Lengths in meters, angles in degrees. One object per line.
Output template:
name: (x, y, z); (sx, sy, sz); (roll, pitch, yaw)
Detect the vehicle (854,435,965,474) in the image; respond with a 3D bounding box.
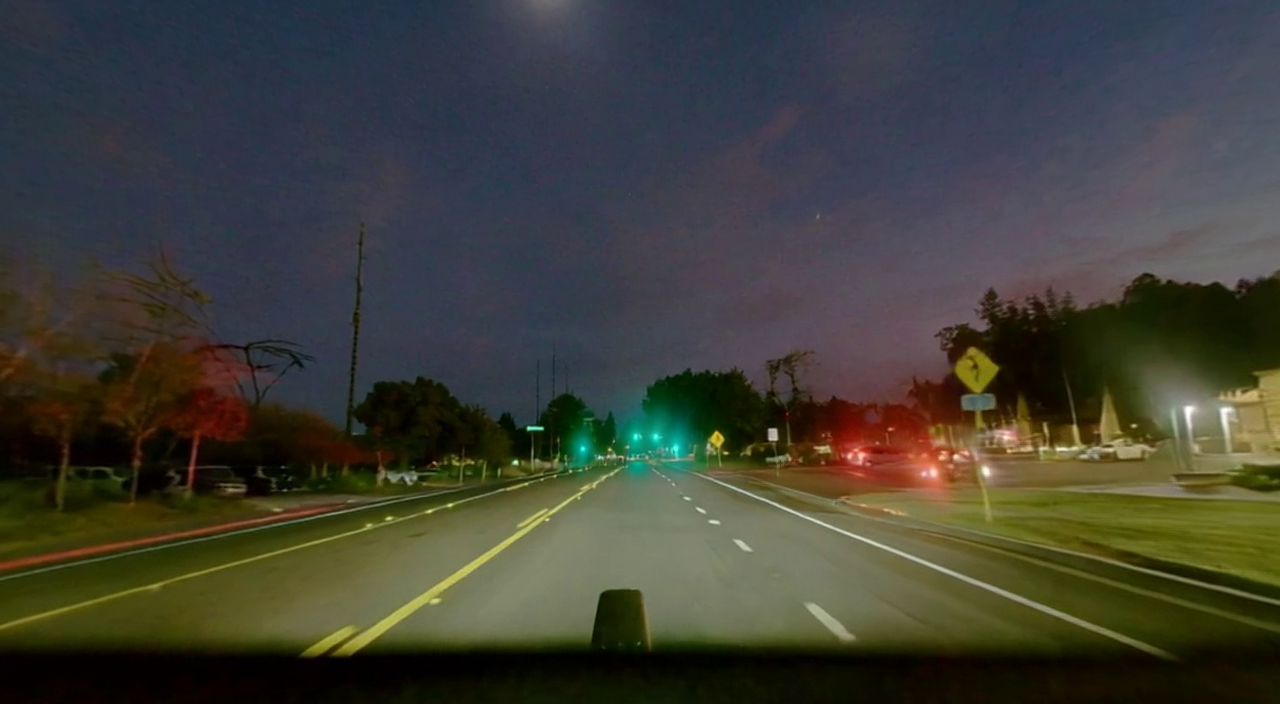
vehicle: (12.760, 4.865, 30.014); (4.632, 1.701, 1.975); (-4, -10, 26)

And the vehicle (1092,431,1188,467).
vehicle: (23.153, 4.479, 29.223); (4.694, 1.496, 1.845); (5, -10, -31)

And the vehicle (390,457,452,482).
vehicle: (-16.538, 8.844, 47.641); (4.311, 1.746, 1.984); (-5, -10, 30)

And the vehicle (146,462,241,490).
vehicle: (-27.292, 7.579, 38.786); (4.272, 1.613, 1.855); (2, -9, -14)

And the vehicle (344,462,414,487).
vehicle: (-17.363, 8.072, 41.958); (4.708, 1.472, 1.994); (-6, -11, 35)

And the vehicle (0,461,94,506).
vehicle: (-26.510, 5.563, 26.854); (4.450, 1.749, 1.925); (3, -9, -18)
